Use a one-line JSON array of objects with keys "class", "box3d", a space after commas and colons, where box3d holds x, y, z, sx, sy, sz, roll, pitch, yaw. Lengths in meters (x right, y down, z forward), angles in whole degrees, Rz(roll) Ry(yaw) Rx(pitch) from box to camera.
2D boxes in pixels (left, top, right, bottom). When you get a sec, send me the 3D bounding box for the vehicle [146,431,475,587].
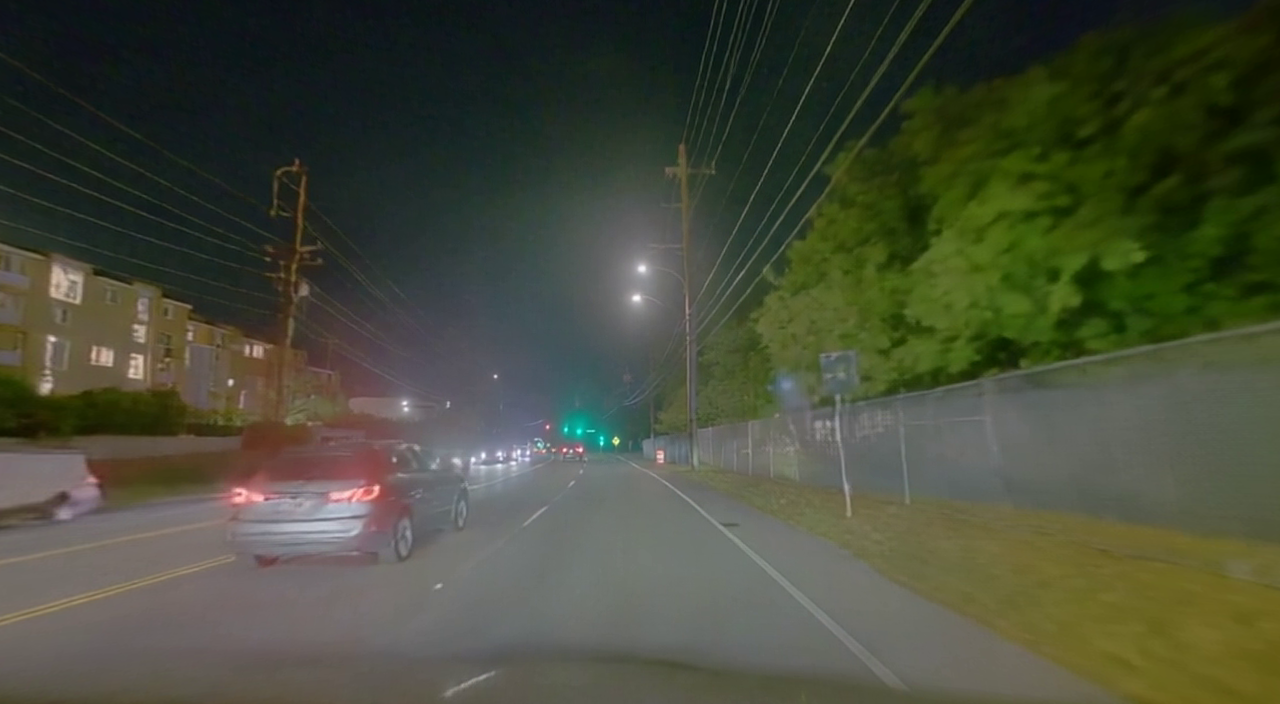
[{"class": "vehicle", "box3d": [-3.816, 1.857, 8.451, 2.020, 1.489, 4.469, 1, -8, 0]}]
